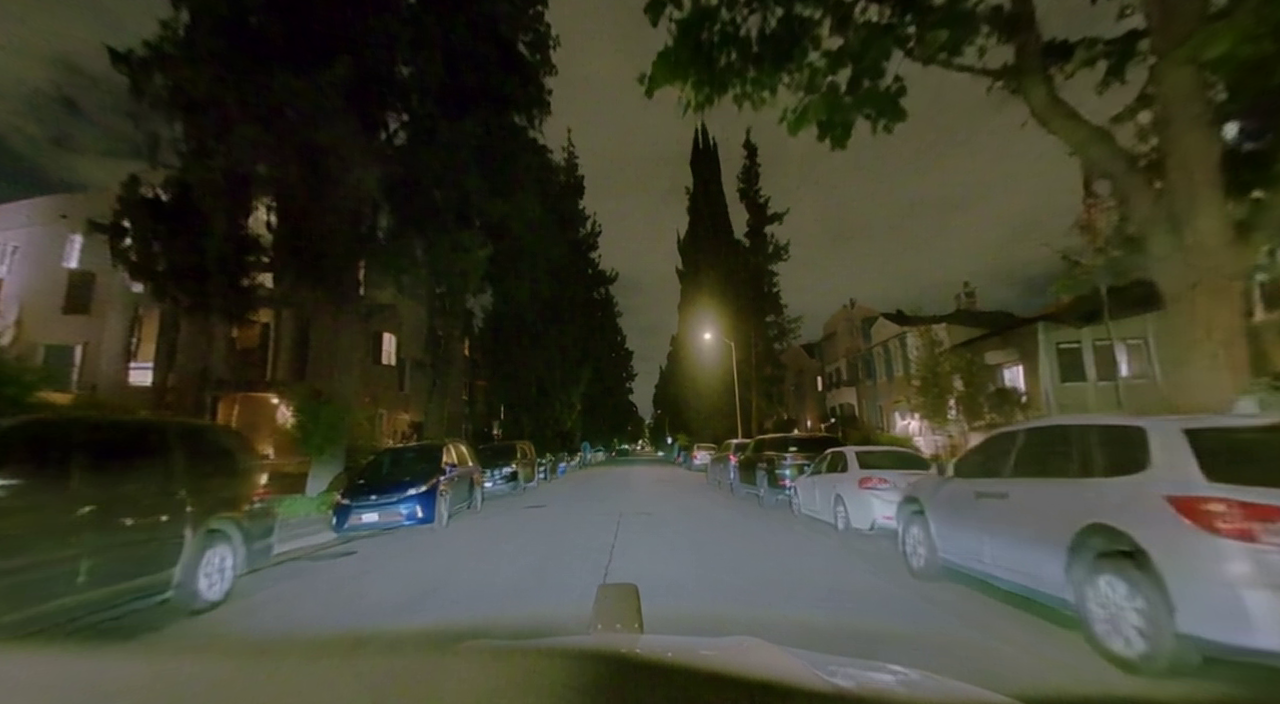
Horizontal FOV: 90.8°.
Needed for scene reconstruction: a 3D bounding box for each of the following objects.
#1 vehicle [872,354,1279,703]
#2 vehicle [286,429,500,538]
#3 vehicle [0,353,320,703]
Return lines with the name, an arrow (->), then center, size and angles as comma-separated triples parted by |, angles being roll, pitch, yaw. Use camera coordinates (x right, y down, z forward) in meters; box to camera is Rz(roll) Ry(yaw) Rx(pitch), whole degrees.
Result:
vehicle -> 3.704, 1.207, 4.952 | 1.994, 1.710, 4.699 | 0, -9, 0
vehicle -> -5.046, 2.770, 14.124 | 2.683, 1.923, 5.421 | 0, -9, -1
vehicle -> -5.054, 1.247, 4.855 | 2.390, 2.123, 5.371 | 0, -9, -1
